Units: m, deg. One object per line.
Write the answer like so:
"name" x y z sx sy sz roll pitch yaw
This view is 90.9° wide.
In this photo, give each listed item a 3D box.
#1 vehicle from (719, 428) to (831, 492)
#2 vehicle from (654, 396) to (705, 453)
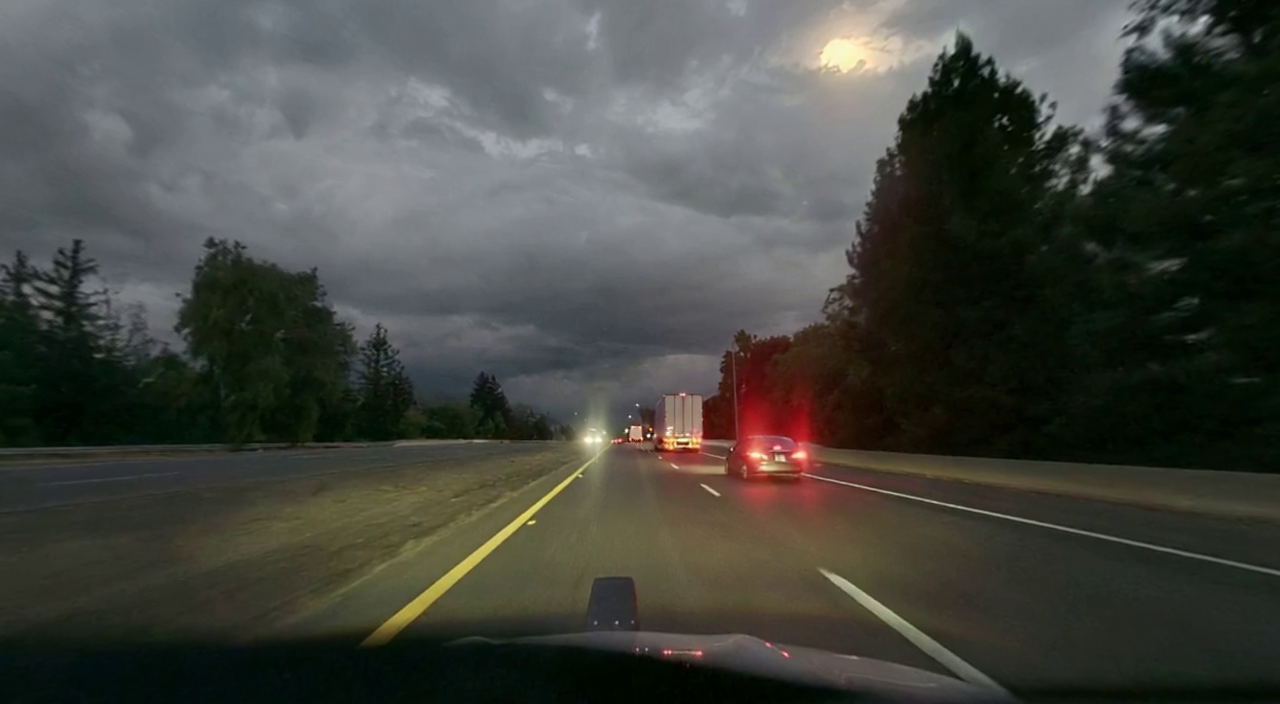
"vehicle" 3.467 2.833 16.969 1.984 1.482 3.833 0 -8 -3
"vehicle" 2.891 5.851 49.984 2.911 3.994 10.840 0 -8 -2
